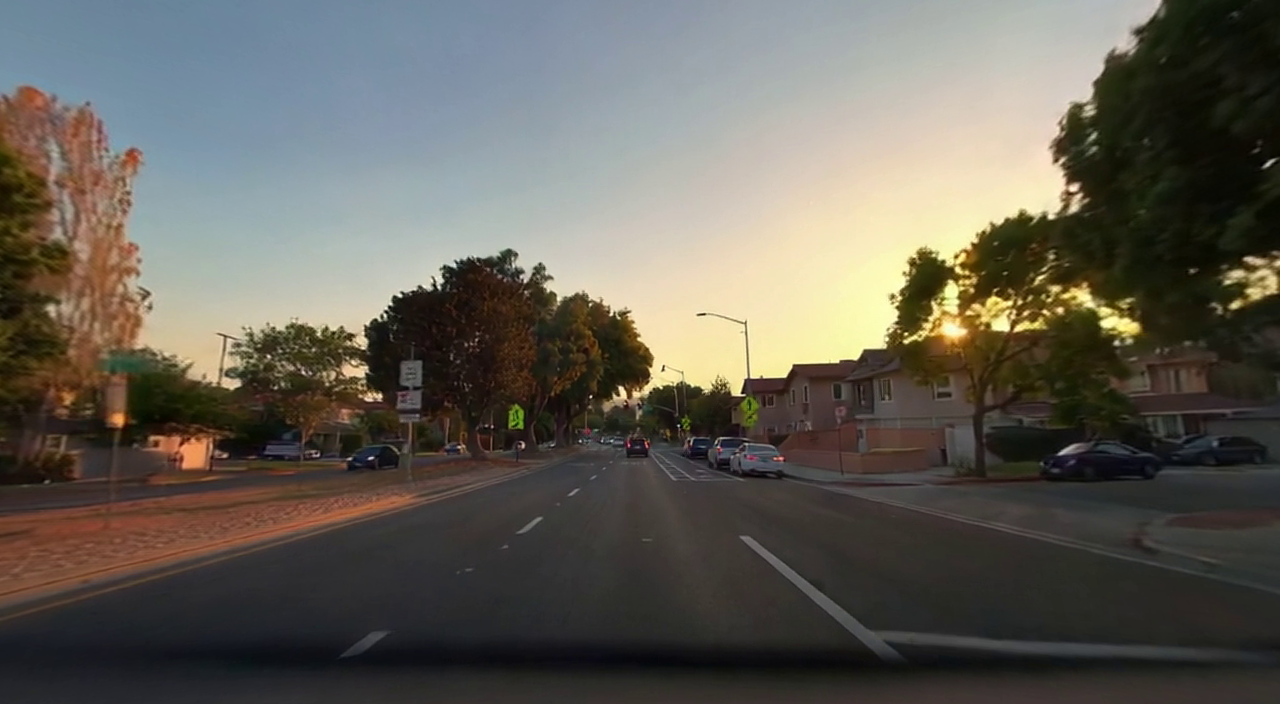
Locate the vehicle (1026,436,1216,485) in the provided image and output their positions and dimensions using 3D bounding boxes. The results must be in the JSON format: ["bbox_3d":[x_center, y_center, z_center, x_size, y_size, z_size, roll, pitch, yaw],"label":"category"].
[{"bbox_3d":[15.641,3.542,20.753,4.565,1.463,2.084,0,-9,-2],"label":"vehicle"}]

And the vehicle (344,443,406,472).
[{"bbox_3d":[-16.495,6.559,39.562,1.957,1.705,4.346,0,-9,0],"label":"vehicle"}]

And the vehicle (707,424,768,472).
[{"bbox_3d":[5.396,5.444,35.870,2.324,2.468,6.422,0,-9,-1],"label":"vehicle"}]

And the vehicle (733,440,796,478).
[{"bbox_3d":[5.679,4.941,29.372,1.940,1.584,4.553,0,-9,0],"label":"vehicle"}]

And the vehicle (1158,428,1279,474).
[{"bbox_3d":[23.891,4.003,25.623,1.834,1.674,4.458,0,-9,-2],"label":"vehicle"}]
